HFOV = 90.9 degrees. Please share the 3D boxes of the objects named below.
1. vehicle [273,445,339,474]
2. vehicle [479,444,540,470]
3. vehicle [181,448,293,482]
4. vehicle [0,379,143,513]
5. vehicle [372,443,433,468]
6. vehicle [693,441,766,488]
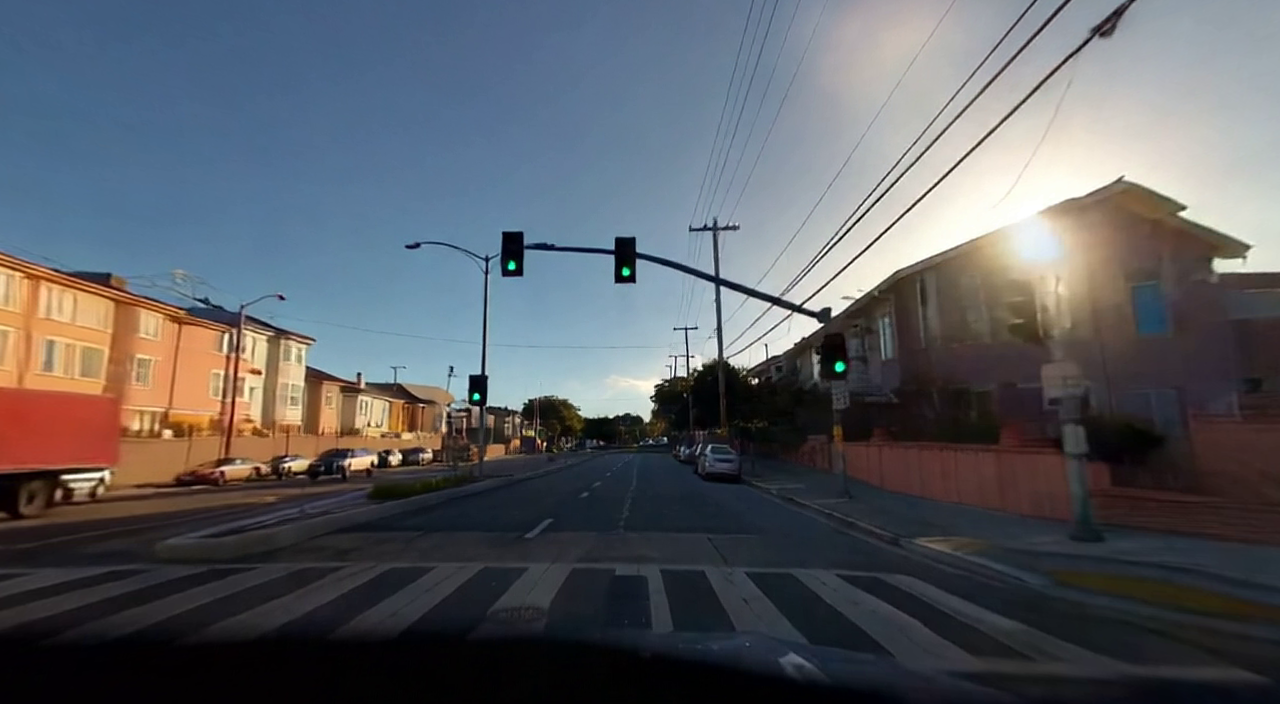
[{"bbox_3d":[-18.710,6.018,35.494,1.652,1.478,3.682,0,-8,0],"label":"vehicle"},{"bbox_3d":[-5.992,4.837,29.244,1.925,1.016,2.951,-1,-6,7],"label":"vehicle"},{"bbox_3d":[-18.969,5.309,29.956,2.060,1.484,4.726,-1,-8,2],"label":"vehicle"},{"bbox_3d":[-16.282,2.161,14.482,2.979,3.071,7.978,0,-8,2],"label":"vehicle"},{"bbox_3d":[-15.479,6.771,41.377,1.985,1.515,4.792,-1,-9,2],"label":"vehicle"},{"bbox_3d":[3.112,4.028,22.927,1.986,1.491,4.500,0,-9,0],"label":"vehicle"}]
